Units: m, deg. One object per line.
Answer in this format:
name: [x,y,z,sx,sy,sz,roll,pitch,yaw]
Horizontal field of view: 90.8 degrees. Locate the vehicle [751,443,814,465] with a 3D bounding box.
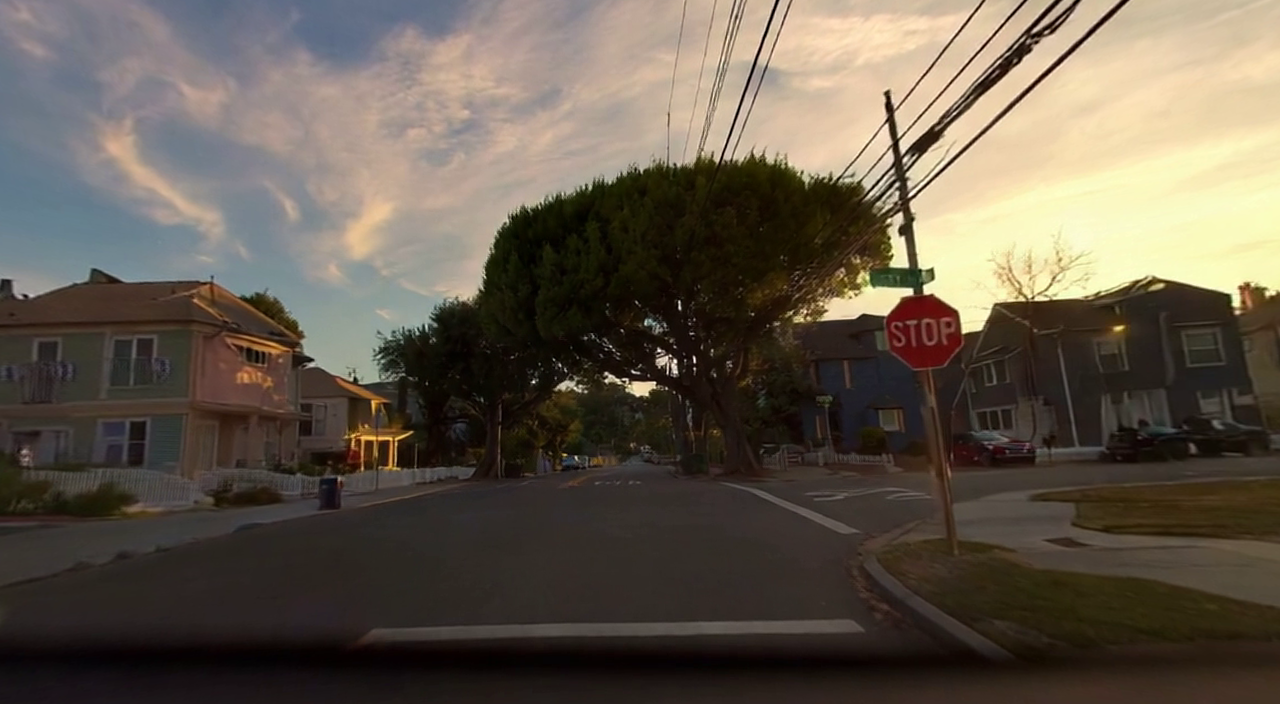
vehicle: [10.133,7.267,45.119,4.019,1.533,1.769,0,-9,0]

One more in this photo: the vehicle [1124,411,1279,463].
vehicle: [21.268,3.223,23.748,4.466,1.769,2.033,1,-8,0]

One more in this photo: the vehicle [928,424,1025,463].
vehicle: [15.673,4.333,29.767,2.025,1.689,4.342,0,-9,-2]
